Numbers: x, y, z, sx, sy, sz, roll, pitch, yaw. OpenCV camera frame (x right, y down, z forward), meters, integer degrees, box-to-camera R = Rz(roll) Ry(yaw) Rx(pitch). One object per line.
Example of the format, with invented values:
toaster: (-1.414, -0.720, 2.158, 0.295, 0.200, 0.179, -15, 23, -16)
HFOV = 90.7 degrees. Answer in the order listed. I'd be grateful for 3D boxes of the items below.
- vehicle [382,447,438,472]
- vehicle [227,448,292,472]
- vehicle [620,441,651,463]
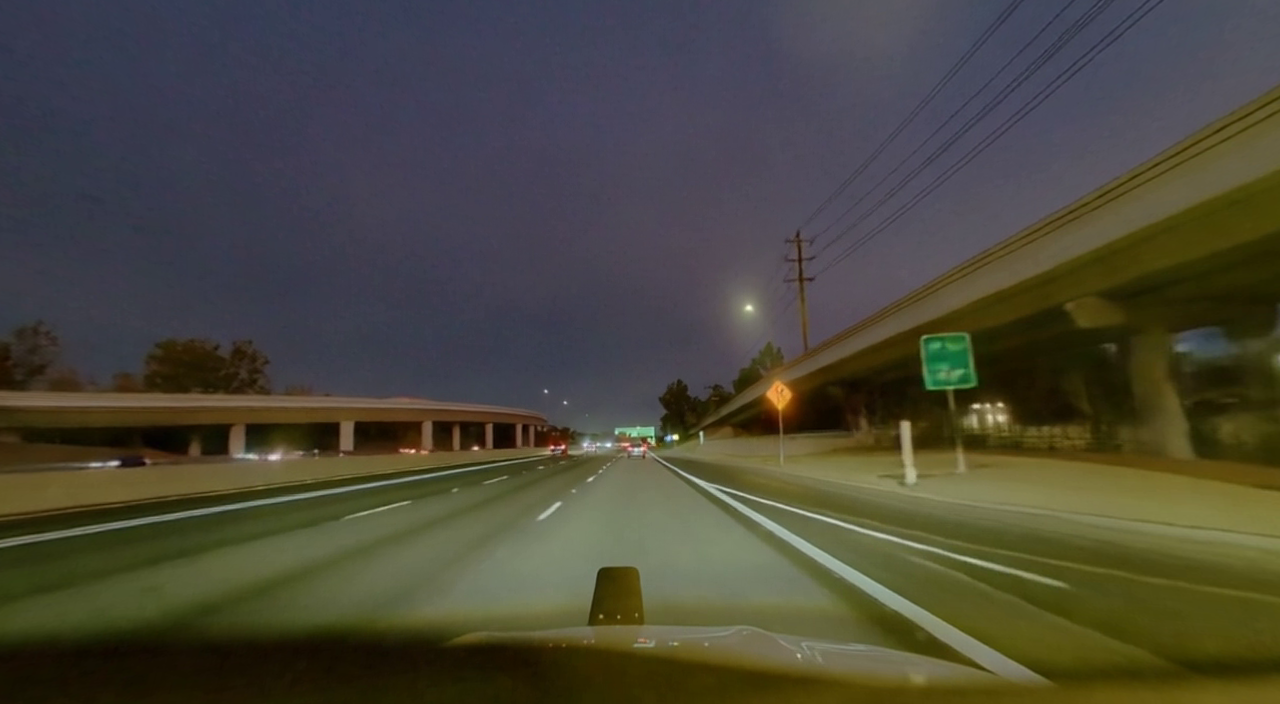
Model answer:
vehicle: (-14.865, 6.919, 41.100, 1.969, 1.486, 4.395, 0, -8, 0)
vehicle: (-28.331, 8.052, 47.319, 1.999, 1.620, 4.600, 0, -8, 0)
vehicle: (-0.317, 7.191, 45.552, 2.086, 1.472, 4.168, 0, -8, -1)
